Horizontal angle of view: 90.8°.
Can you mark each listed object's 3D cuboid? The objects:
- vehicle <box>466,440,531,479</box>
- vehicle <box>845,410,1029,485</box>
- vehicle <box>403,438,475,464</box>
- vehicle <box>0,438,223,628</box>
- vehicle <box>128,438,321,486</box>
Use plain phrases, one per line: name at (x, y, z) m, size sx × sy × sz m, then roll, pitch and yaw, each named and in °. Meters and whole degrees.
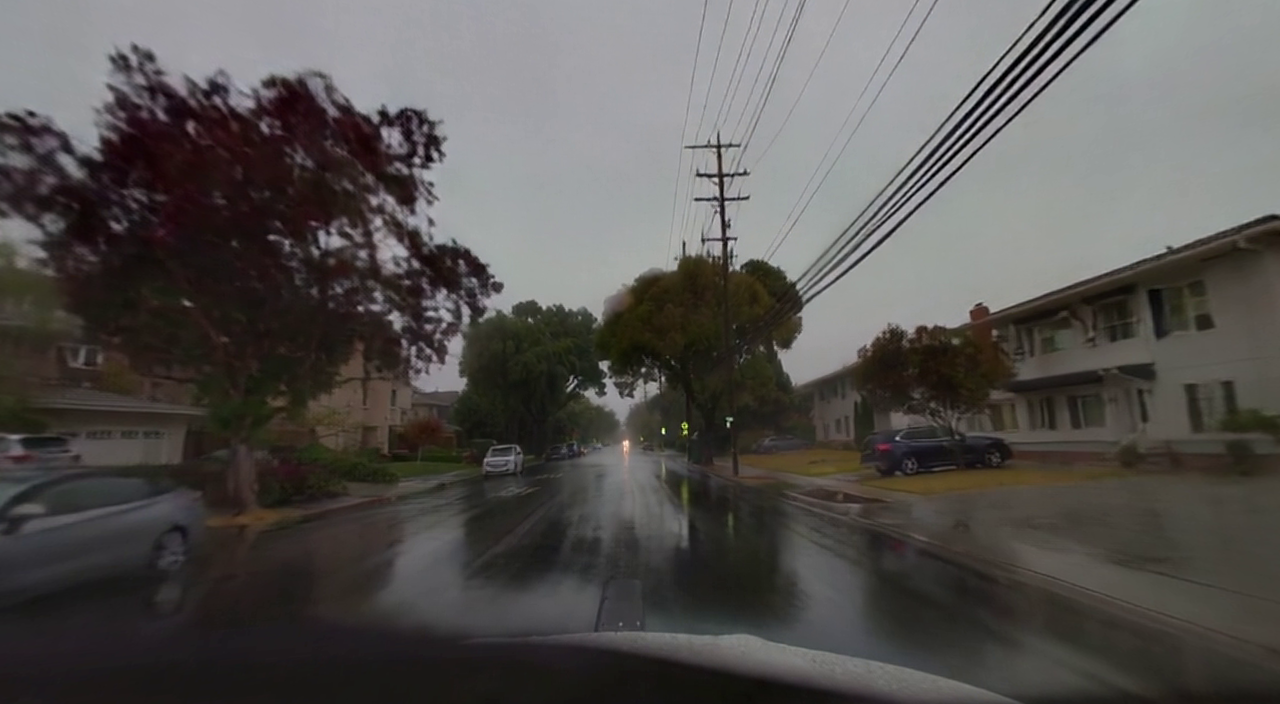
vehicle at (-7.064, 5.441, 32.179) m, size 2.162 × 1.757 × 5.201 m, roll -2°, pitch -9°, yaw -1°
vehicle at (9.599, 3.096, 20.679) m, size 4.822 × 1.864 × 2.100 m, roll -4°, pitch -8°, yaw -6°
vehicle at (-14.827, 7.328, 46.845) m, size 4.543 × 1.824 × 2.379 m, roll 0°, pitch -9°, yaw -3°
vehicle at (-6.342, 1.657, 5.789) m, size 2.022 × 1.550 × 4.669 m, roll -4°, pitch -8°, yaw -2°
vehicle at (-14.822, 3.936, 22.807) m, size 5.395 × 1.615 × 2.132 m, roll 0°, pitch -9°, yaw -2°
